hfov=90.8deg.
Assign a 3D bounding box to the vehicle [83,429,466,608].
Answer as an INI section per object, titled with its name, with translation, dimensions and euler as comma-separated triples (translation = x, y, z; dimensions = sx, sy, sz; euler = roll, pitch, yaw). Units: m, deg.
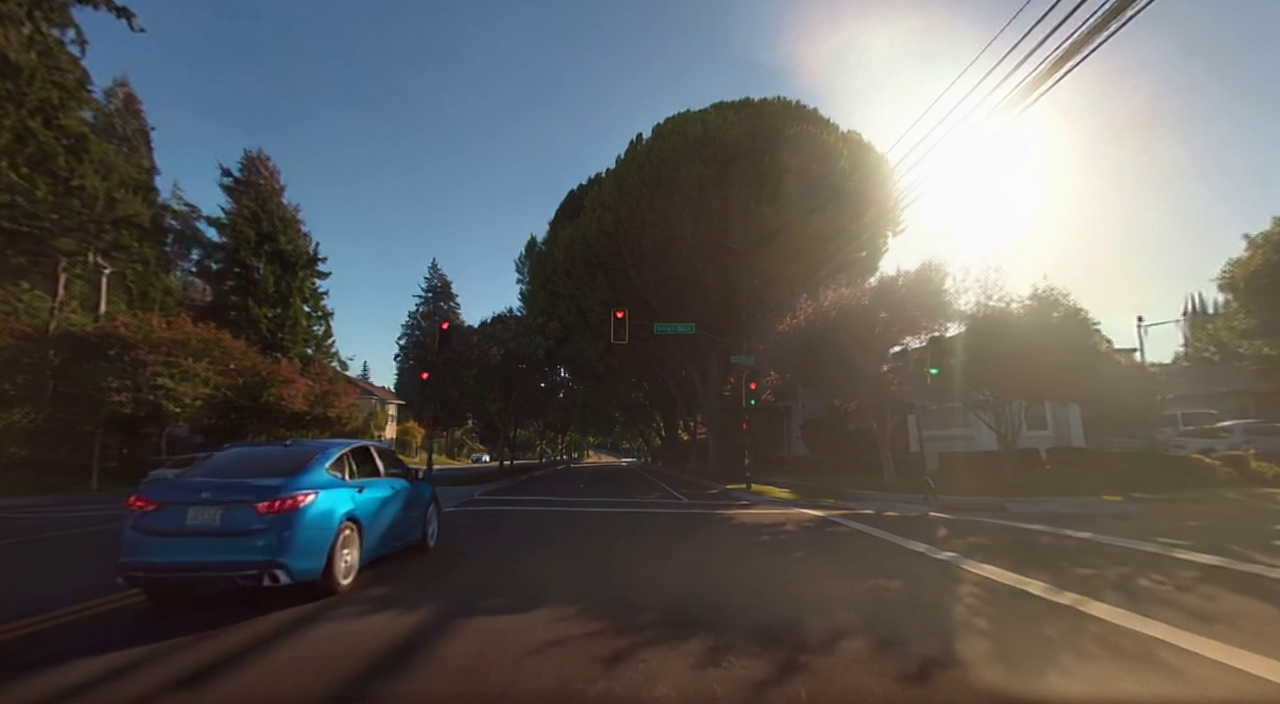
[vehicle]
translation = -3.756, 1.762, 7.715
dimensions = 1.980, 1.508, 4.502
euler = 0, -9, 0
